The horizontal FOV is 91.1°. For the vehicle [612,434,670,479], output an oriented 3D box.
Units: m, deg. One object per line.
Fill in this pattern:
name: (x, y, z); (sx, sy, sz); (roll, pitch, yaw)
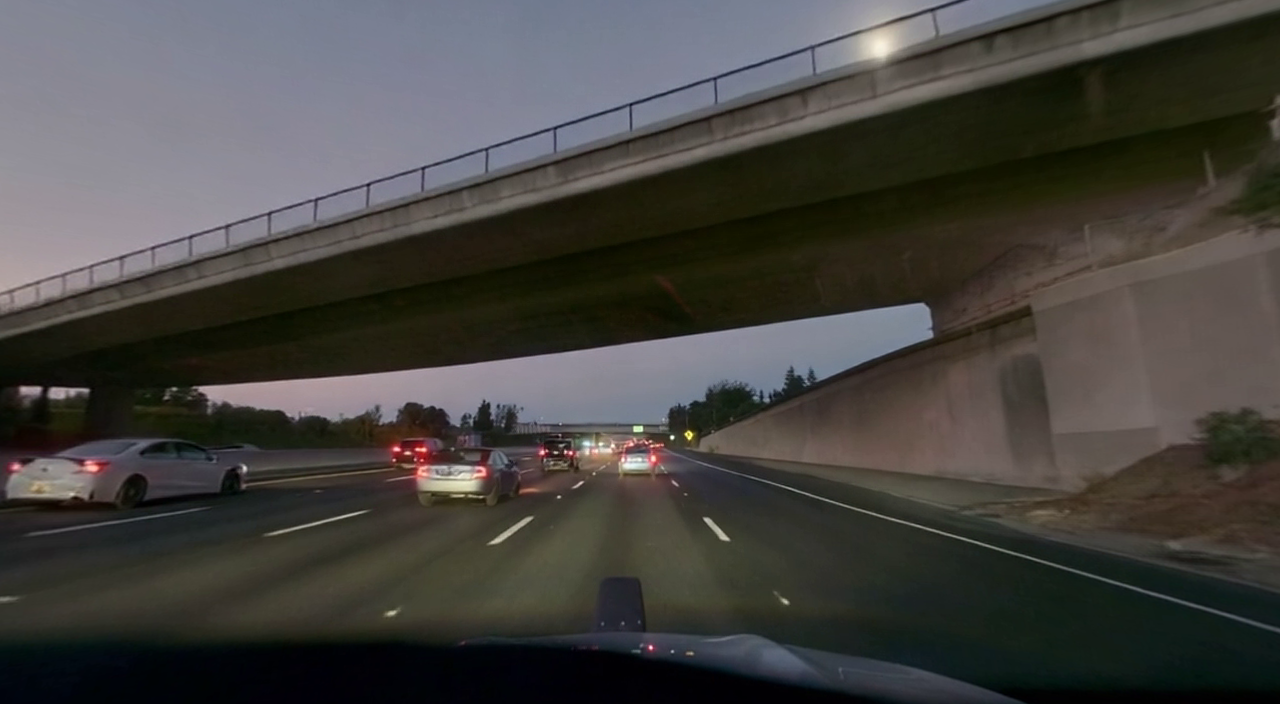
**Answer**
vehicle: (0.044, 4.224, 25.725); (2.160, 1.678, 4.178); (0, -8, 0)

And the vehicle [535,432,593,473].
vehicle: (-3.649, 4.963, 31.155); (2.237, 1.841, 4.683); (0, -8, 1)

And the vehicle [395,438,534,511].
vehicle: (-3.993, 2.845, 15.172); (1.997, 1.490, 4.471); (0, -8, 1)

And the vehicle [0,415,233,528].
vehicle: (-11.027, 2.306, 12.735); (2.119, 1.816, 5.019); (0, -8, 0)
